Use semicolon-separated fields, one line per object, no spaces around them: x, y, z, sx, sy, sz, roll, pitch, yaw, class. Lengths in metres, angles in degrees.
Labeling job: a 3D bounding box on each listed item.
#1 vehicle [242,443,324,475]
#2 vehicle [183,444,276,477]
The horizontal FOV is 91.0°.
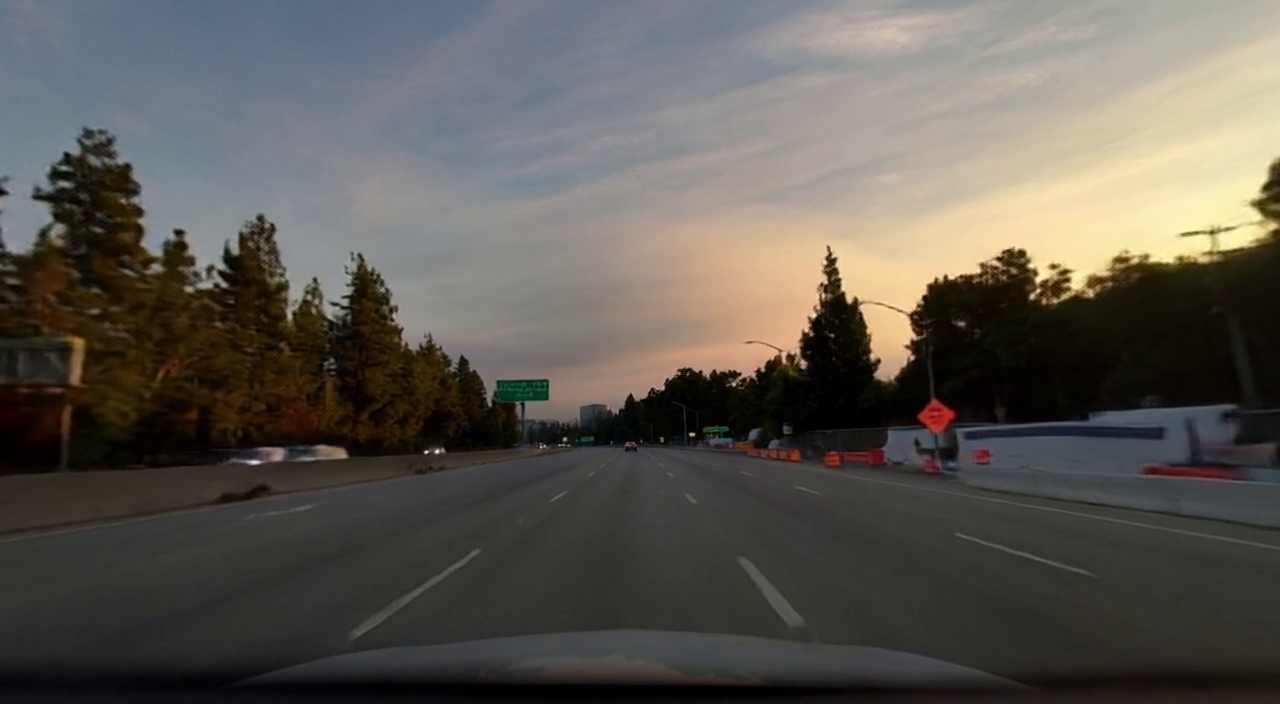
-18.680;5.595;33.177;1.895;1.593;4.166;0;-9;0;vehicle
-22.262;5.876;34.425;2.008;1.685;4.516;0;-9;0;vehicle
